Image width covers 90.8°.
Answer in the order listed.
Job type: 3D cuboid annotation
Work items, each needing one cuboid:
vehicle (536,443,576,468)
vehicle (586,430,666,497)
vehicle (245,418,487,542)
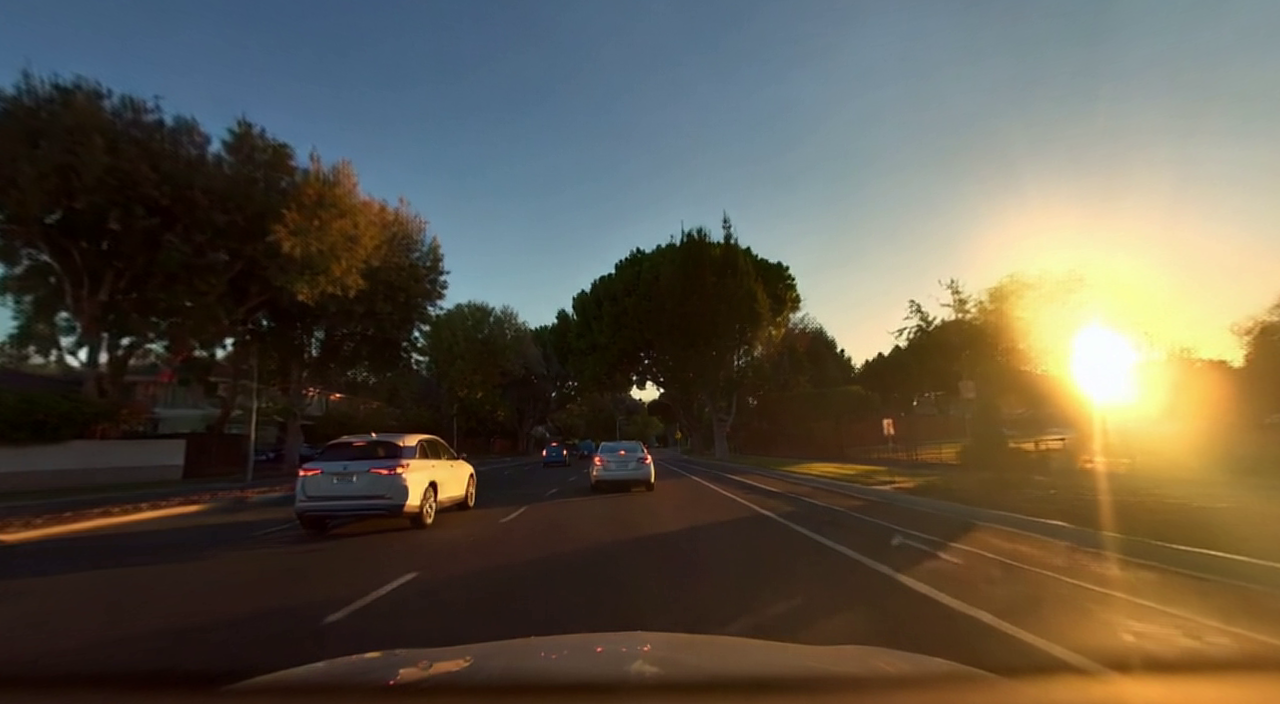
[{"bbox_3d":[-5.141,6.389,39.229,2.014,1.493,4.658,0,-8,-2],"label":"vehicle"},{"bbox_3d":[-0.415,3.272,18.901,2.131,1.761,4.242,0,-8,-1],"label":"vehicle"},{"bbox_3d":[-4.418,2.142,11.256,2.243,1.722,4.621,0,-8,0],"label":"vehicle"}]
